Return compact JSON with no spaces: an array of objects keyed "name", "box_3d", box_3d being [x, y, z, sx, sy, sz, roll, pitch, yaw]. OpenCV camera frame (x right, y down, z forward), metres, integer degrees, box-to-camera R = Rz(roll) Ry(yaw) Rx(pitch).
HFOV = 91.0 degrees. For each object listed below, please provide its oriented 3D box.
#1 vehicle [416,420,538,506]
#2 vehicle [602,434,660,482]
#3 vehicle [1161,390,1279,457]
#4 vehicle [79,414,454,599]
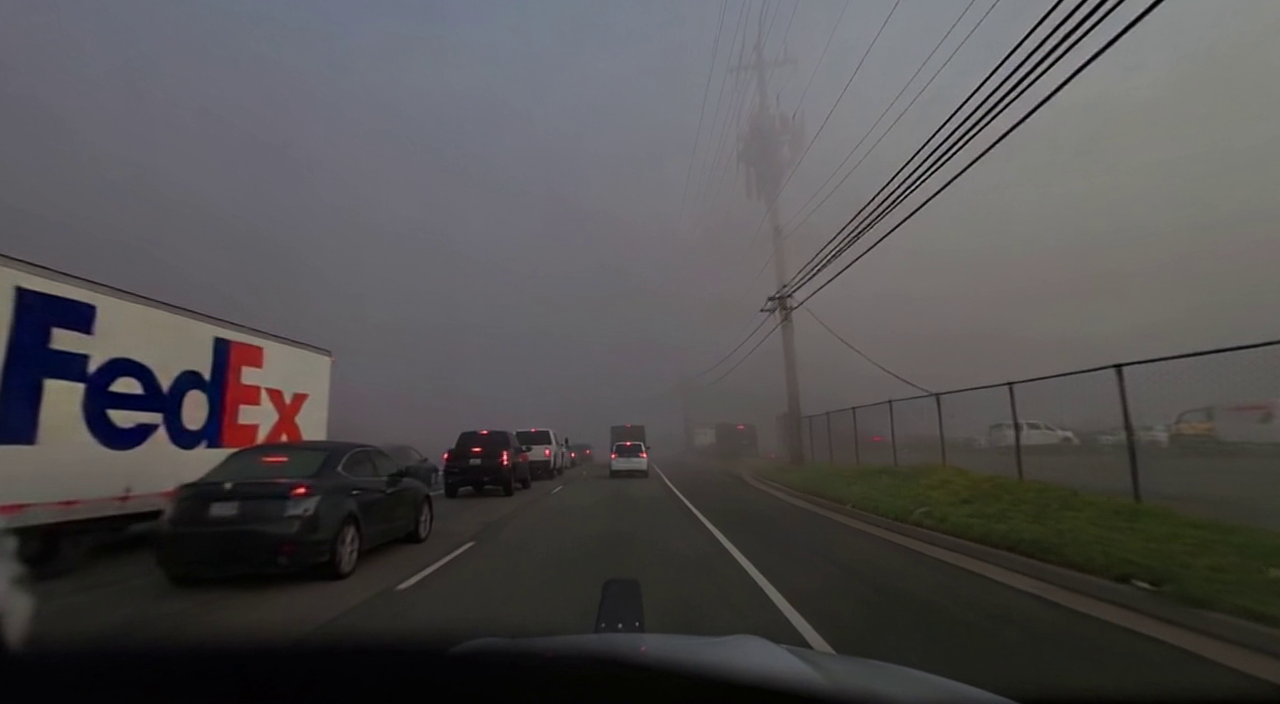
[{"name":"vehicle","box_3d":[-3.992,2.801,16.304,1.956,1.865,4.624,0,-8,-1]},{"name":"vehicle","box_3d":[-0.353,4.083,24.557,2.055,1.671,4.147,0,-8,-1]},{"name":"vehicle","box_3d":[32.896,3.791,32.985,8.848,3.271,2.774,0,-9,-4]},{"name":"vehicle","box_3d":[-3.992,1.704,7.877,2.014,1.637,4.382,0,-8,0]}]
